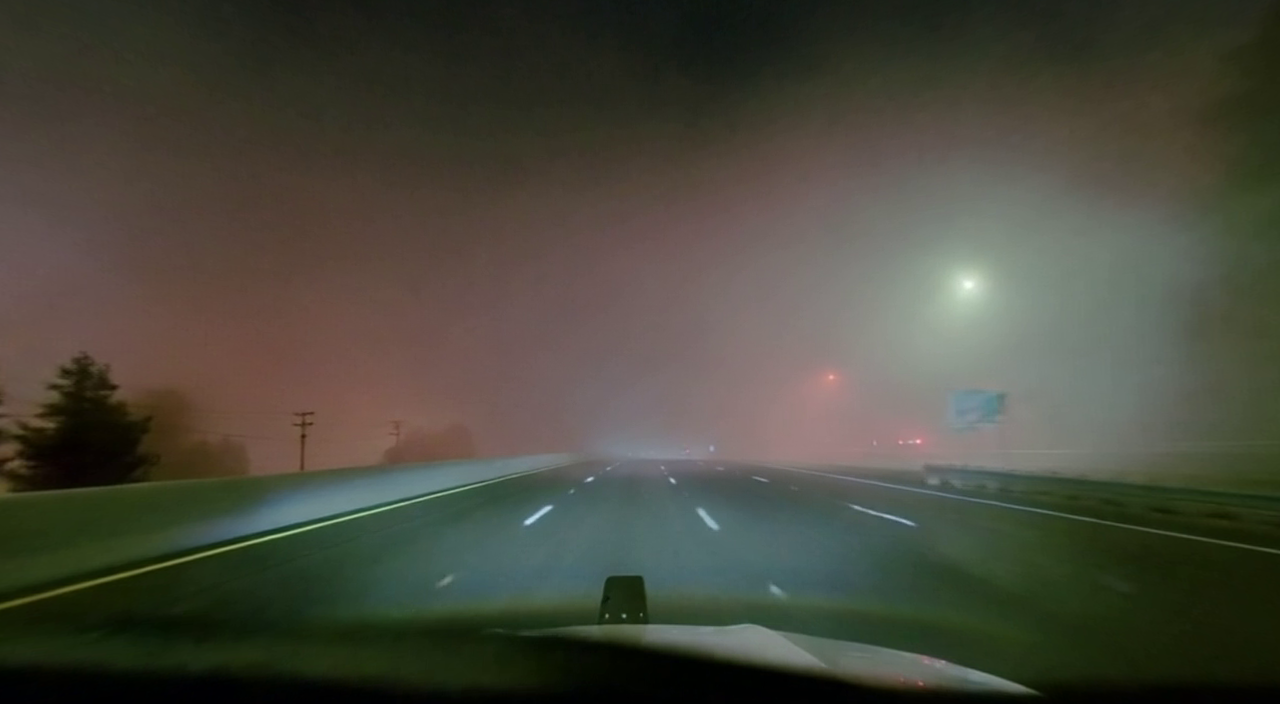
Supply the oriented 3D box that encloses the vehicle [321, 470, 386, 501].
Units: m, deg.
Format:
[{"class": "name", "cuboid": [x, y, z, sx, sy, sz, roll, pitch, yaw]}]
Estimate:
[{"class": "vehicle", "cuboid": [-15.908, 7.400, 35.203, 1.767, 1.466, 3.745, 0, -8, 1]}]
